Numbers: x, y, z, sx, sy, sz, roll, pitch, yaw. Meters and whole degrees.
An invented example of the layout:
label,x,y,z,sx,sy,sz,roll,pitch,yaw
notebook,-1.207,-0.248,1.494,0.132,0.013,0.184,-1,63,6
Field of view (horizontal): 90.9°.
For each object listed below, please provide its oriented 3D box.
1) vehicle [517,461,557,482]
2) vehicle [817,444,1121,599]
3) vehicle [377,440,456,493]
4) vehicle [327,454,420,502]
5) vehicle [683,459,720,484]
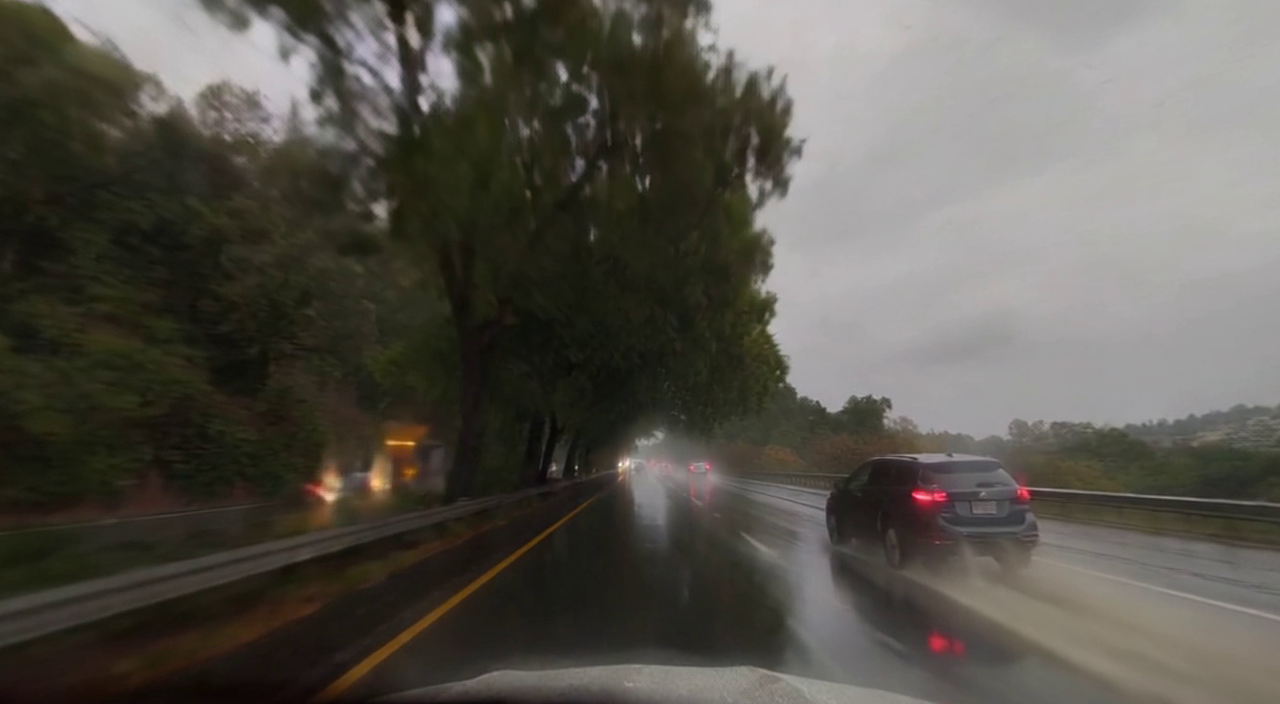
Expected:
label,x,y,z,sx,sy,sz,roll,pitch,yaw
vehicle,-7.883,9.178,48.504,2.206,1.513,4.401,0,-10,1
vehicle,3.825,2.045,8.281,1.825,1.494,3.959,1,-10,0
vehicle,-12.061,6.252,34.448,2.350,2.640,4.838,1,-10,1
vehicle,-11.973,5.692,28.741,2.025,1.941,4.964,1,-10,0
vehicle,4.105,8.132,42.866,2.156,1.569,3.821,1,-10,0
